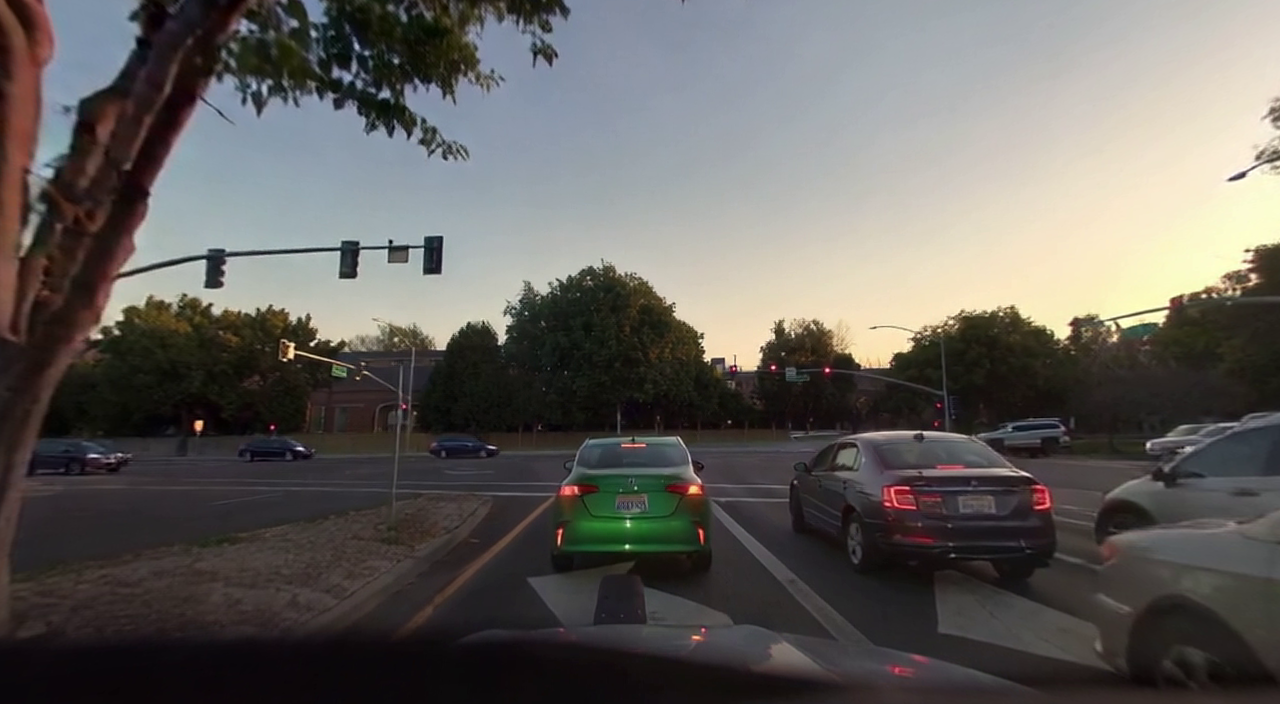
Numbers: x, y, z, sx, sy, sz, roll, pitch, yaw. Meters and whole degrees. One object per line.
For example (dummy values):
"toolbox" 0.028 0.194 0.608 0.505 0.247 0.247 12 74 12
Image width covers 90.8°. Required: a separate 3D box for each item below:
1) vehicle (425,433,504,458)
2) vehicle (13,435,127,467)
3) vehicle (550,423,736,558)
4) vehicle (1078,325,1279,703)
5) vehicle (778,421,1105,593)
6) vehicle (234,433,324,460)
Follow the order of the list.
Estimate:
"vehicle" -11.032 5.919 40.069 4.670 1.542 1.861 2 -9 -11
"vehicle" -30.449 5.286 33.806 4.517 1.637 1.935 -1 -9 7
"vehicle" 0.045 1.833 9.069 2.026 1.458 4.175 0 -9 0
"vehicle" 3.409 0.574 0.829 2.111 1.780 4.990 0 -9 1
"vehicle" 3.108 1.678 7.740 1.861 1.479 4.371 0 -8 0
"vehicle" -22.841 5.992 40.089 4.526 1.649 1.920 0 -9 2
